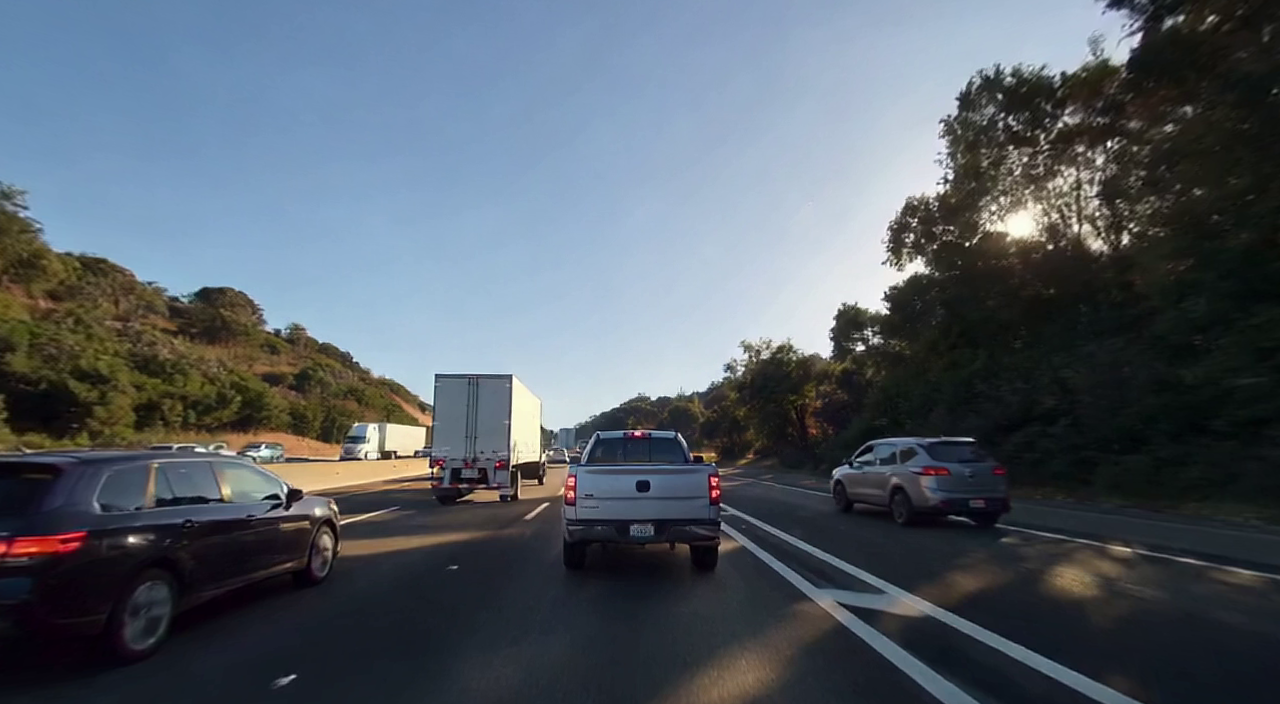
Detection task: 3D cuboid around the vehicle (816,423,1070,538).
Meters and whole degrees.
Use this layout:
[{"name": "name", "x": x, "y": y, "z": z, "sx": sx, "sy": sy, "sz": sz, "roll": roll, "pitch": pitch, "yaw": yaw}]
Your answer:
[{"name": "vehicle", "x": 5.537, "y": 2.419, "z": 12.536, "sx": 2.182, "sy": 1.781, "sz": 4.875, "roll": 1, "pitch": -9, "yaw": -7}]

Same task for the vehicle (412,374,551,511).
[{"name": "vehicle", "x": -3.990, "y": 2.511, "z": 17.438, "sx": 2.302, "sy": 3.034, "sz": 6.668, "roll": 0, "pitch": -9, "yaw": -2}]

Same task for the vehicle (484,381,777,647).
[{"name": "vehicle", "x": -0.098, "y": 1.363, "z": 6.096, "sx": 1.995, "sy": 1.798, "sz": 3.380, "roll": 0, "pitch": -9, "yaw": -1}]

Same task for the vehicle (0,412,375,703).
[{"name": "vehicle", "x": -3.942, "y": 1.320, "z": 4.707, "sx": 1.986, "sy": 1.501, "sz": 4.407, "roll": -1, "pitch": -9, "yaw": 0}]
